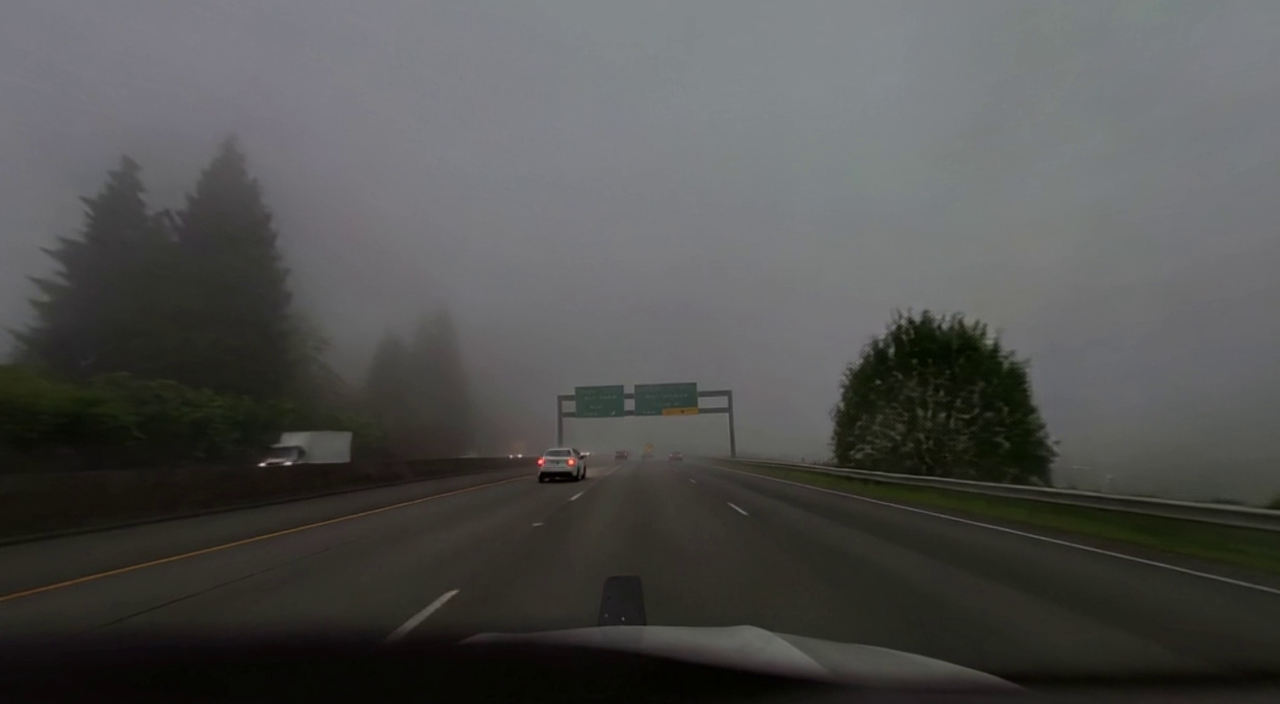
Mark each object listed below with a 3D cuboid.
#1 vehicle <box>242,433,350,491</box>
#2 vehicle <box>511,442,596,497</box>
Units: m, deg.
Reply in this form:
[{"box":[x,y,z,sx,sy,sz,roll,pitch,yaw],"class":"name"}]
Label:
[{"box":[-16.998,5.437,31.542,2.336,2.601,5.237,0,-9,1],"class":"vehicle"},{"box":[-2.616,3.681,20.034,1.936,1.545,4.116,-1,-9,3],"class":"vehicle"}]
